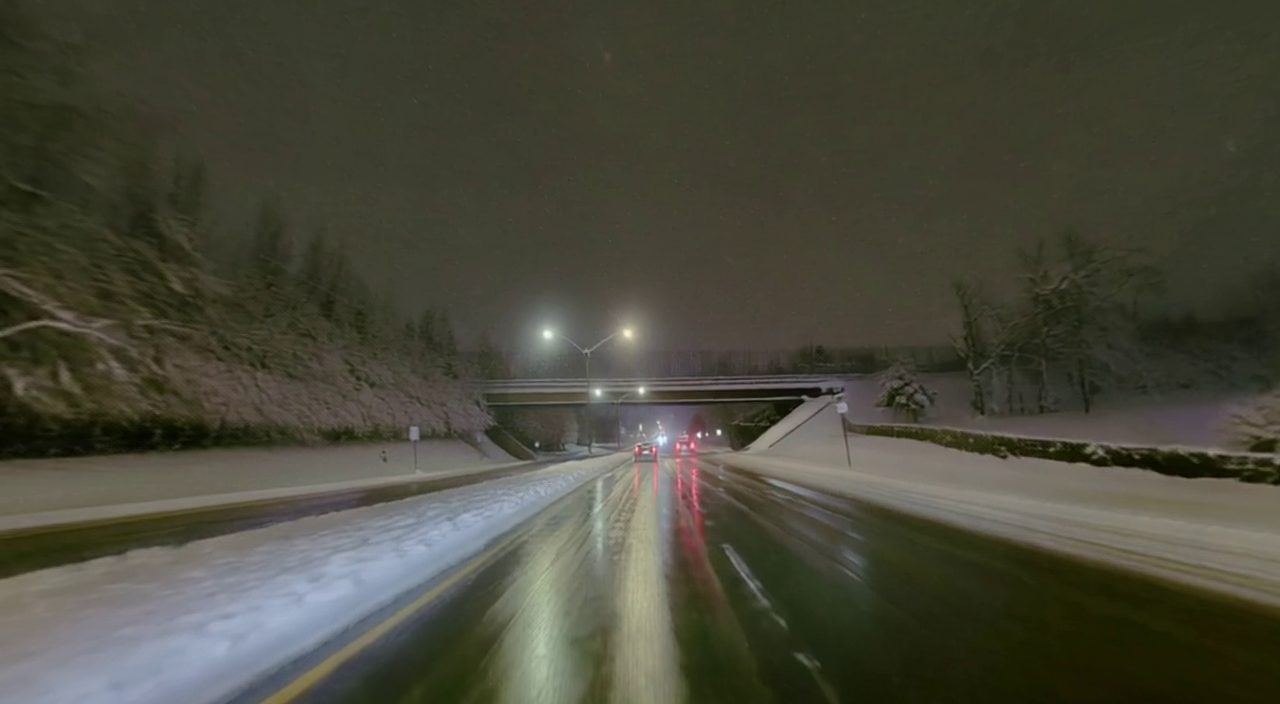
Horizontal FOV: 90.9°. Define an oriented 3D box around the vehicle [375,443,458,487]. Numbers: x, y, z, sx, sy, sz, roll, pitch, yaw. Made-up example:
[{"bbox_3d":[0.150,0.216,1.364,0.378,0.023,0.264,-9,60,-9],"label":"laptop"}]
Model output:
[{"bbox_3d":[-10.436,5.275,29.902,2.144,1.835,4.733,1,-8,0],"label":"vehicle"}]
